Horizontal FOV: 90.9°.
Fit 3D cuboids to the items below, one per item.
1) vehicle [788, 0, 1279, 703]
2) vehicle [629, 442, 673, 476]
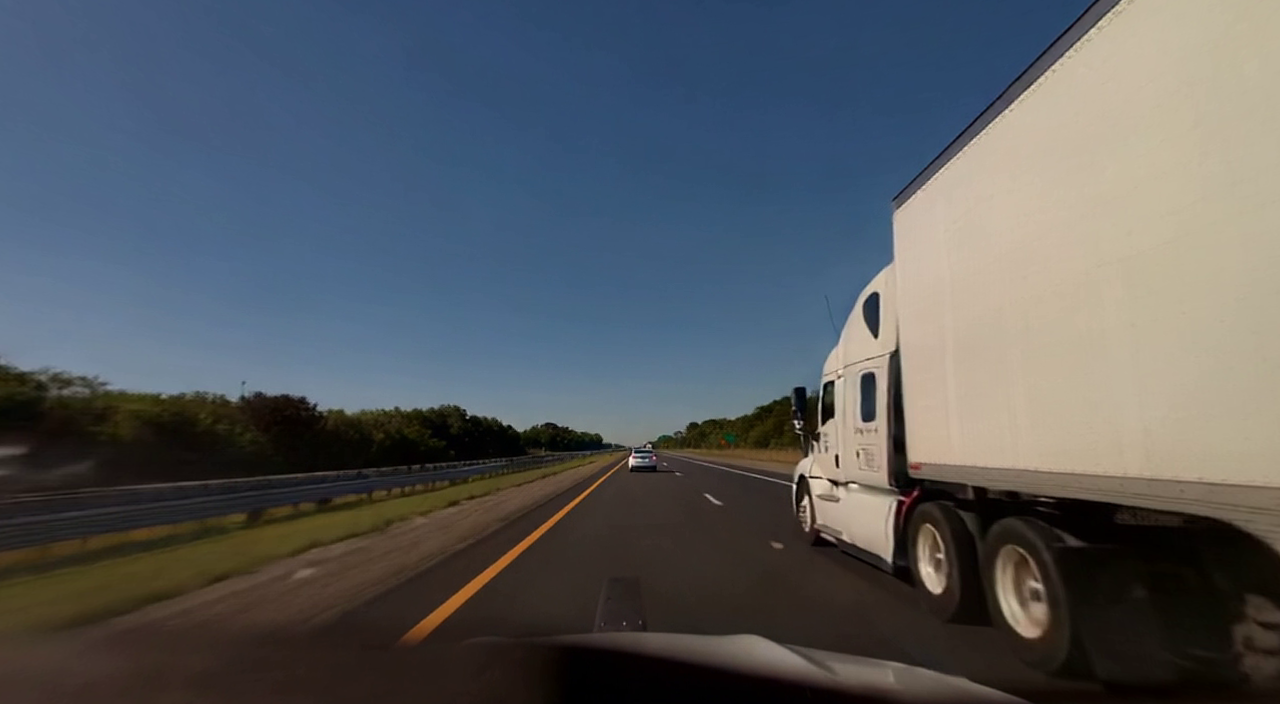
[{"bbox_3d":[3.775,0.257,5.251,3.032,3.821,8.547,0,-8,0],"label":"vehicle"},{"bbox_3d":[0.497,5.070,30.170,1.968,1.515,4.025,0,-8,0],"label":"vehicle"}]
